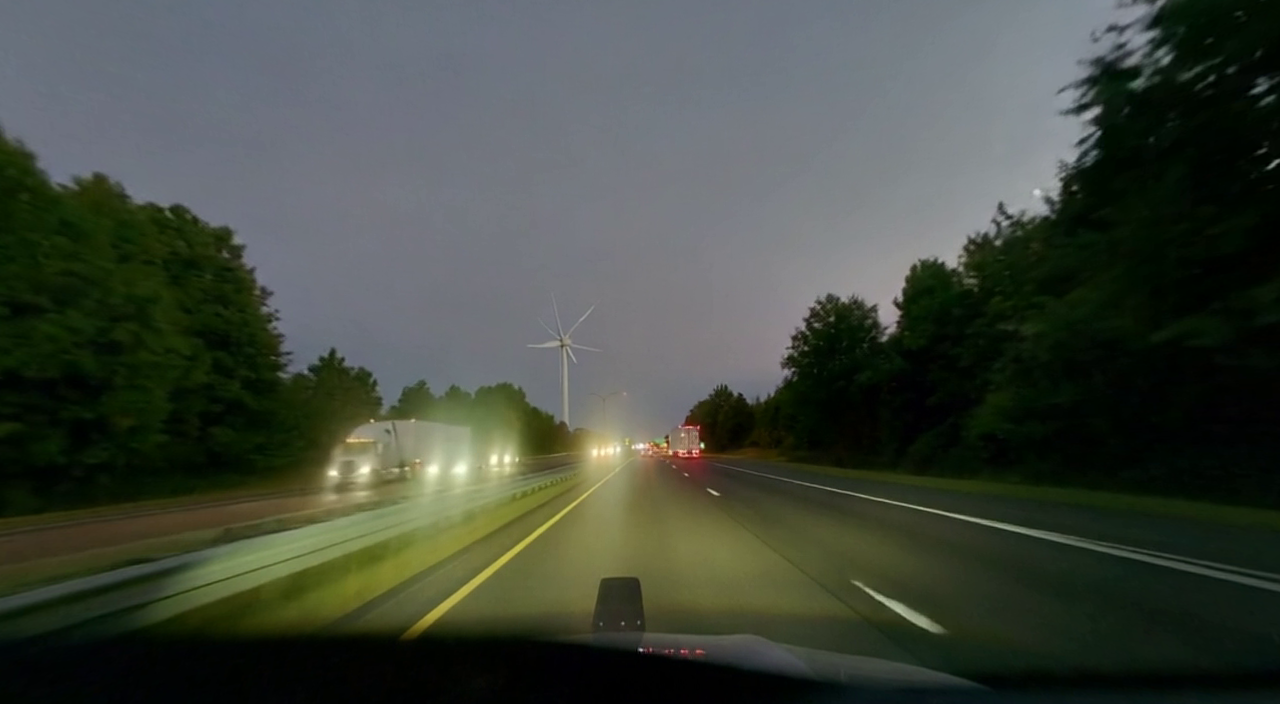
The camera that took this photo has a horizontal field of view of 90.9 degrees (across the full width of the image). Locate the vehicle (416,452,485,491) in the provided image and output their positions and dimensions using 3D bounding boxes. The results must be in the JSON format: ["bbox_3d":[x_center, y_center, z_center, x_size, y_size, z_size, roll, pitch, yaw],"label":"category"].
[{"bbox_3d":[-7.947,5.009,26.751,1.780,1.465,3.818,0,-9,-1],"label":"vehicle"}]

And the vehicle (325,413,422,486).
[{"bbox_3d":[-15.829,5.873,38.001,2.917,4.007,5.975,-1,-9,3],"label":"vehicle"}]
